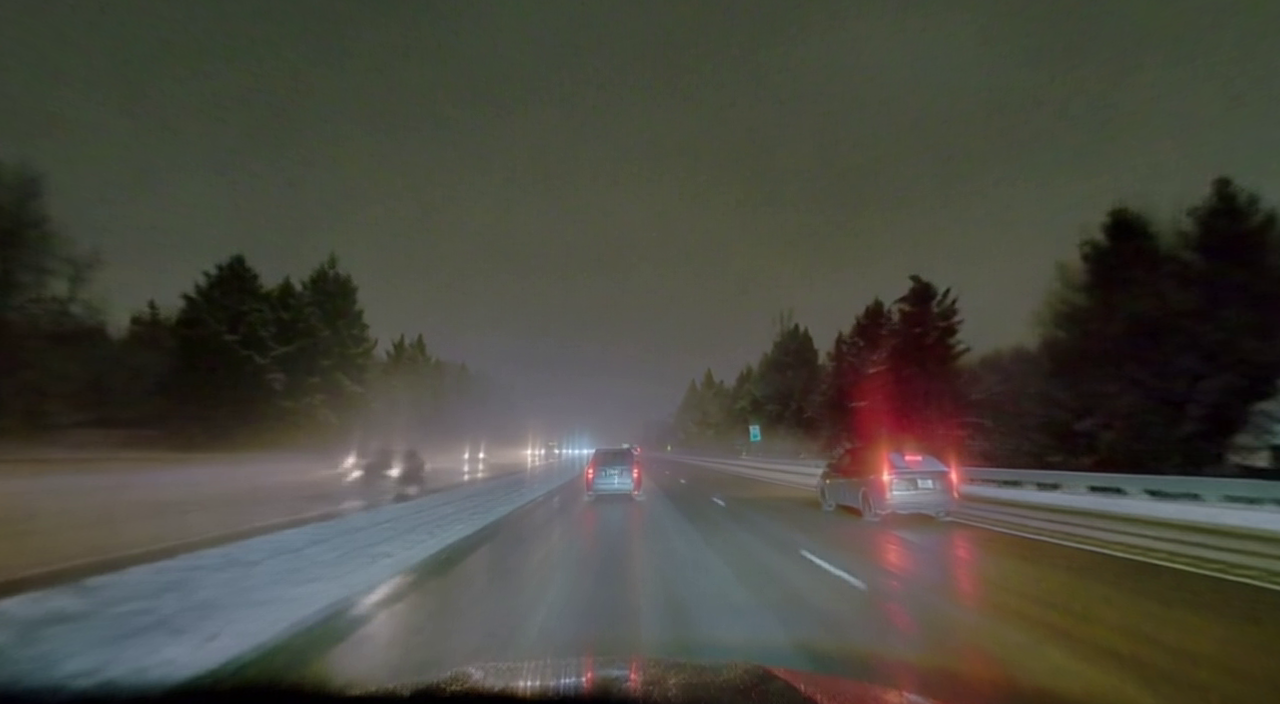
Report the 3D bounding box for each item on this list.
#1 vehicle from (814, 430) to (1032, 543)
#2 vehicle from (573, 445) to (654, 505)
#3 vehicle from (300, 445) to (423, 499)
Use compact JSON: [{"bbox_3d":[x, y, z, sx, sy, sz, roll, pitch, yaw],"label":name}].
[{"bbox_3d":[4.511,2.179,10.726,1.910,1.554,3.718,0,-9,-1],"label":"vehicle"},{"bbox_3d":[-0.689,3.404,17.780,2.013,1.479,4.169,0,-9,-1],"label":"vehicle"},{"bbox_3d":[-8.799,3.805,20.317,1.899,1.522,4.578,0,-9,-1],"label":"vehicle"}]
